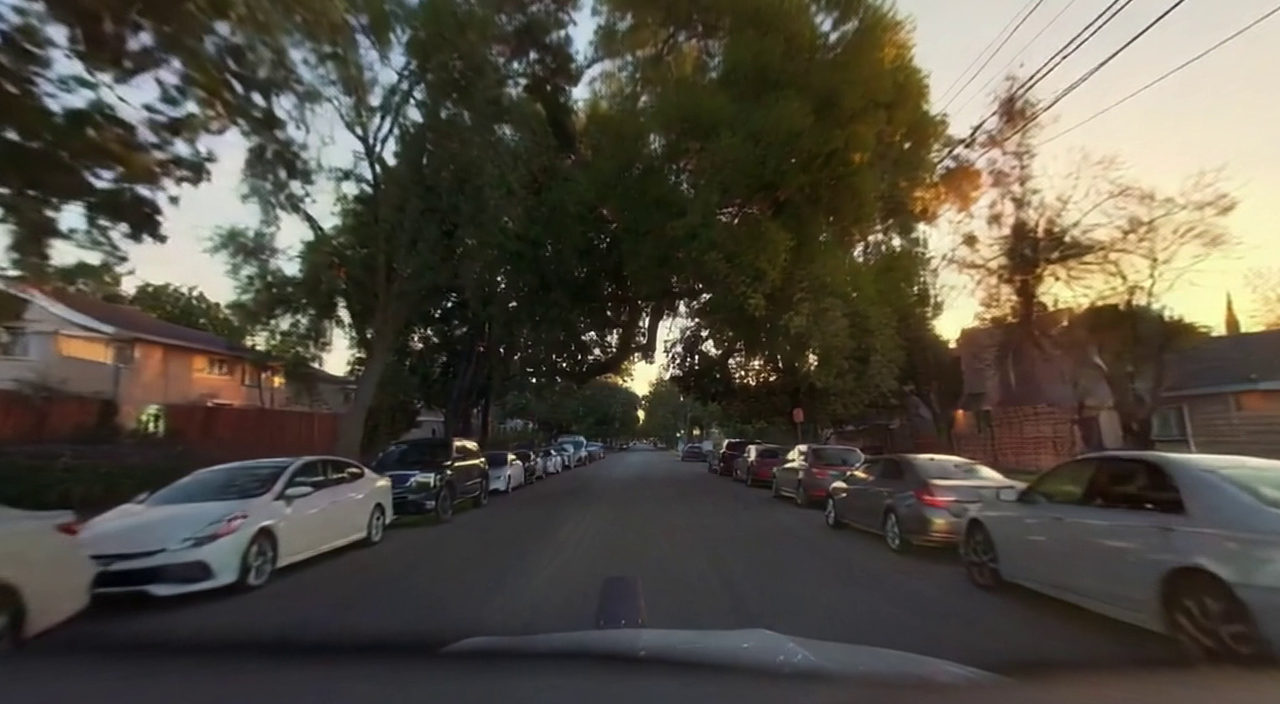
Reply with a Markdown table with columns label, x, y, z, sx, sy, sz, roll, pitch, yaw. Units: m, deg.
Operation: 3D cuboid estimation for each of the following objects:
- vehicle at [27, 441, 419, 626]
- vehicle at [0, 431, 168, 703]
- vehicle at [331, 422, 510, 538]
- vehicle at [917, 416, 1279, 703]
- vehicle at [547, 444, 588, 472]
| label | x | y | z | sx | sy | sz | roll | pitch | yaw |
| --- | --- | --- | --- | --- | --- | --- | --- | --- | --- |
| vehicle | -4.490 | 1.925 | 7.870 | 1.920 | 1.501 | 4.552 | -2 | -8 | -2 |
| vehicle | -4.549 | 1.118 | 2.674 | 1.870 | 1.562 | 4.212 | 0 | -8 | -2 |
| vehicle | -4.655 | 2.727 | 14.393 | 2.239 | 1.970 | 5.558 | -4 | -7 | -2 |
| vehicle | 4.022 | 1.327 | 4.722 | 1.862 | 1.525 | 4.421 | 0 | -8 | 0 |
| vehicle | -4.379 | 6.457 | 38.505 | 2.013 | 1.645 | 4.318 | 0 | -8 | 0 |
